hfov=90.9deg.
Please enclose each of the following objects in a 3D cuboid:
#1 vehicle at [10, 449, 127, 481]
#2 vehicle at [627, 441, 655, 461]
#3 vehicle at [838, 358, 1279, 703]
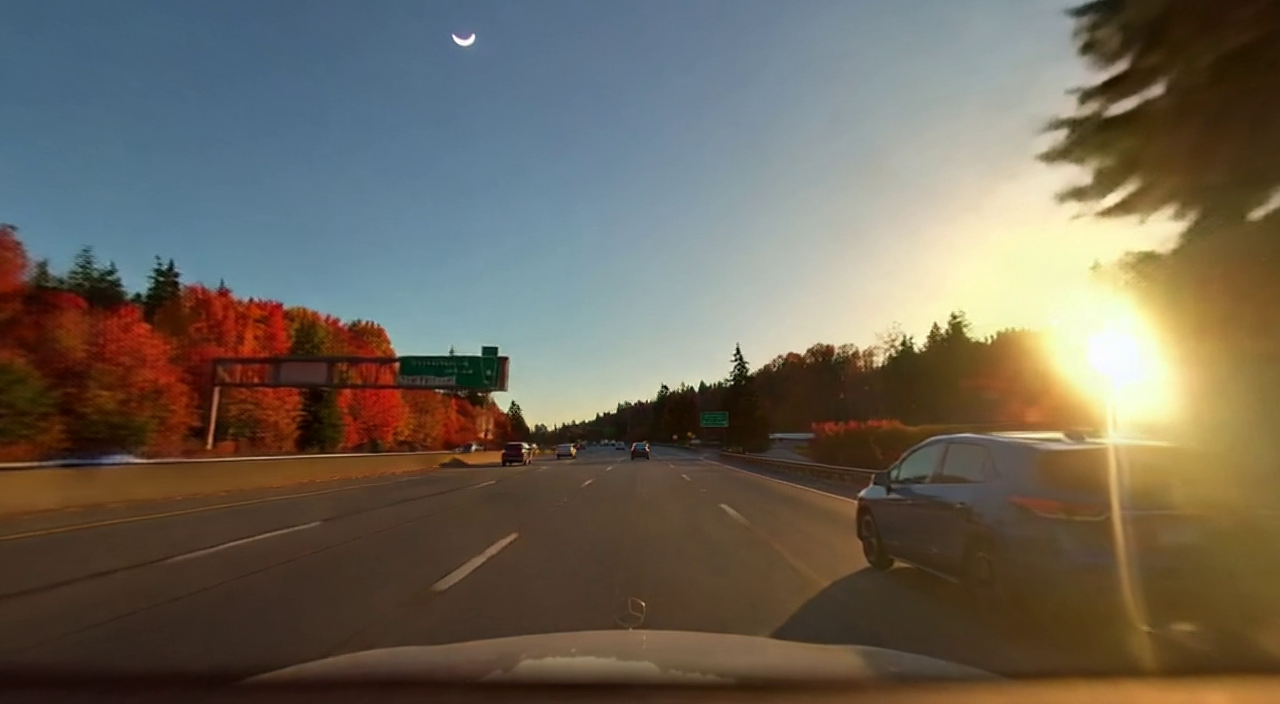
[{"bbox_3d":[-28.801,5.665,31.973,1.839,1.450,4.394,0,-8,0],"label":"vehicle"},{"bbox_3d":[0.073,7.376,47.097,1.985,1.450,4.266,0,-8,0],"label":"vehicle"},{"bbox_3d":[3.293,1.176,4.919,2.120,1.706,4.226,0,-8,0],"label":"vehicle"}]
